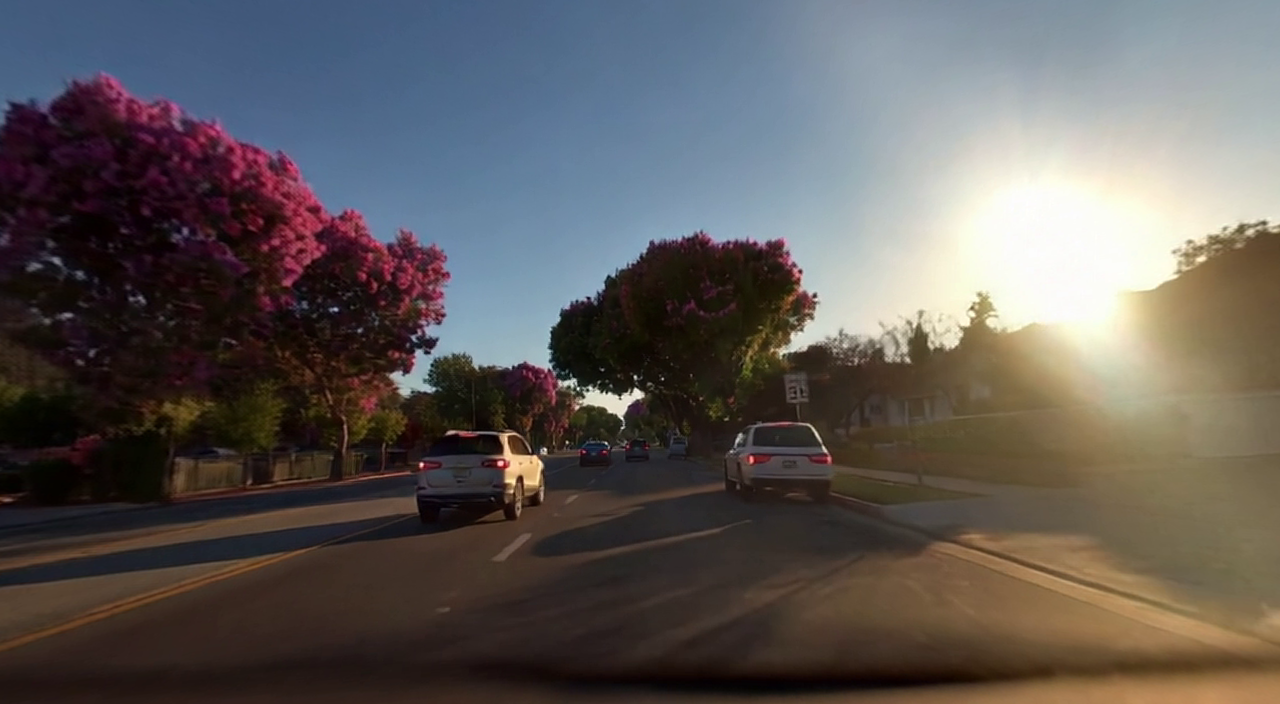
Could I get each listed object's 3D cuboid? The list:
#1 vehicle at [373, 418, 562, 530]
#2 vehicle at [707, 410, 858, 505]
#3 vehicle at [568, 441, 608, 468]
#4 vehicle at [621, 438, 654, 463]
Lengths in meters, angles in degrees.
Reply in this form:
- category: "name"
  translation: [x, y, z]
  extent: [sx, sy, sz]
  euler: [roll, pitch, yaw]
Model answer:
- category: "vehicle"
  translation: [-3.065, 2.320, 12.627]
  extent: [2.257, 1.751, 5.028]
  euler: [0, -9, 1]
- category: "vehicle"
  translation: [3.385, 2.694, 16.419]
  extent: [2.653, 2.058, 5.096]
  euler: [0, -9, -1]
- category: "vehicle"
  translation: [-3.179, 6.414, 39.725]
  extent: [2.167, 1.634, 4.220]
  euler: [0, -9, 0]
- category: "vehicle"
  translation: [-0.194, 7.538, 48.305]
  extent: [2.376, 1.801, 4.317]
  euler: [0, -9, 0]
